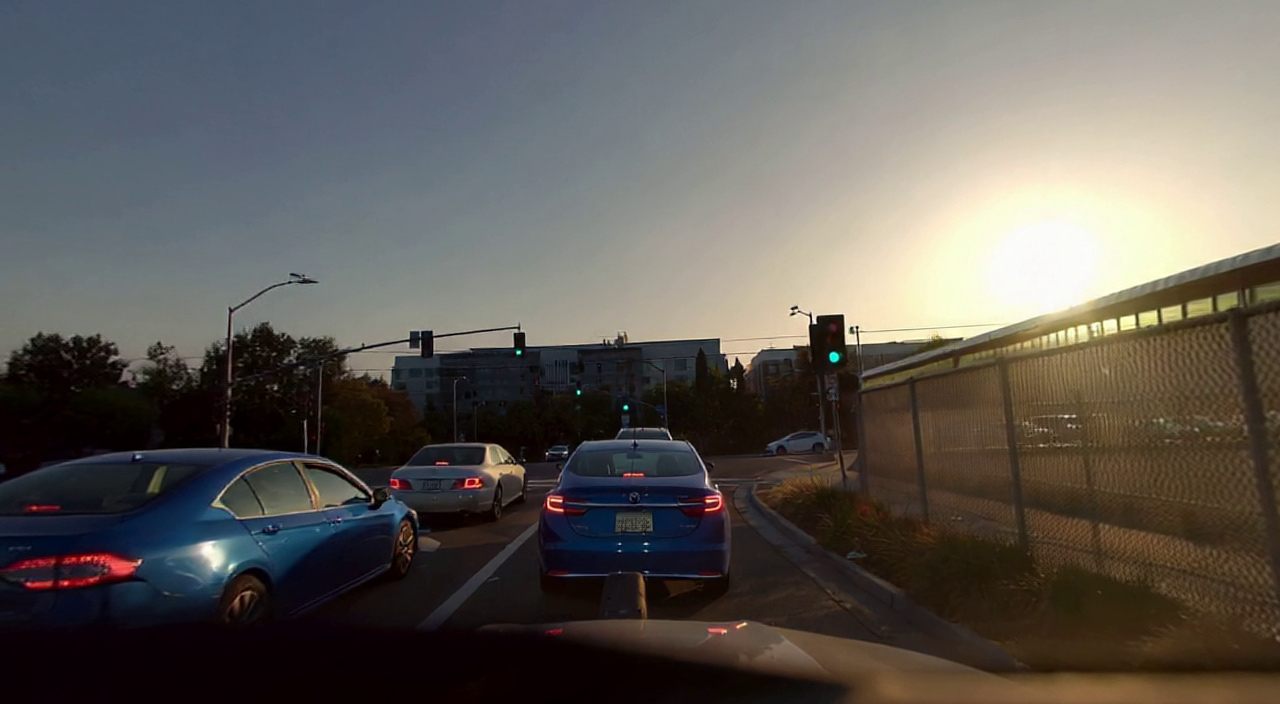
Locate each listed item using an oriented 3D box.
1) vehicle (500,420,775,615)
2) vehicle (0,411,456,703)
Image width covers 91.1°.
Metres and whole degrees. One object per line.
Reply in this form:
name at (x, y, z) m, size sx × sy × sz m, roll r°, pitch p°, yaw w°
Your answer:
vehicle at (-0.016, 1.601, 7.012) m, size 2.144 × 1.514 × 4.063 m, roll 0°, pitch -9°, yaw 0°
vehicle at (-3.201, 1.347, 5.027) m, size 1.971 × 1.488 × 4.581 m, roll 0°, pitch -9°, yaw 1°
